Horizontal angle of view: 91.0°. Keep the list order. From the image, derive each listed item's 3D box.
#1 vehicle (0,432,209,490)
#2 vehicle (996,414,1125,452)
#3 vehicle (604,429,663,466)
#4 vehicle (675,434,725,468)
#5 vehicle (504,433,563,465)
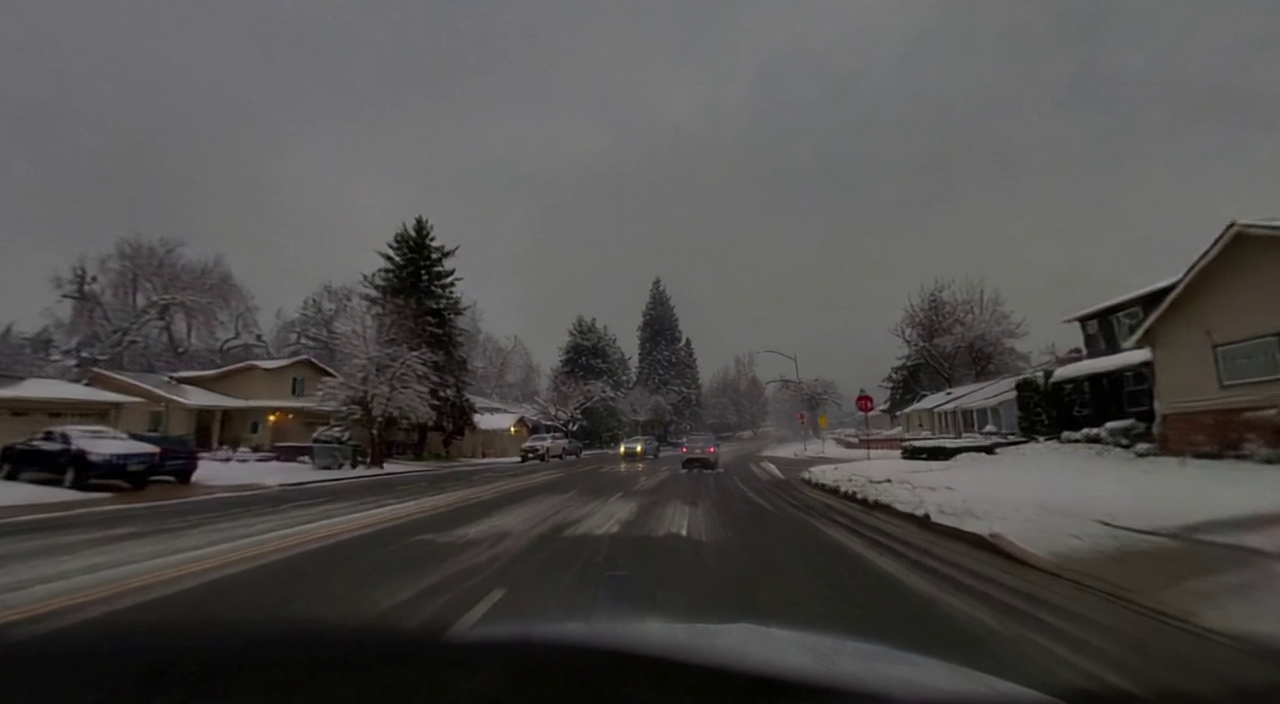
[{"bbox_3d":[-17.652,3.563,20.771,5.177,1.779,2.199,0,-8,0],"label":"vehicle"},{"bbox_3d":[21.451,4.215,32.340,4.989,1.564,2.007,-5,-13,16],"label":"vehicle"},{"bbox_3d":[-0.234,4.816,31.762,2.178,1.695,4.339,-2,-9,11],"label":"vehicle"},{"bbox_3d":[2.862,4.576,29.297,1.955,1.459,4.383,-2,-9,10],"label":"vehicle"},{"bbox_3d":[-7.821,7.166,46.998,2.191,1.980,5.888,-5,-8,12],"label":"vehicle"}]
